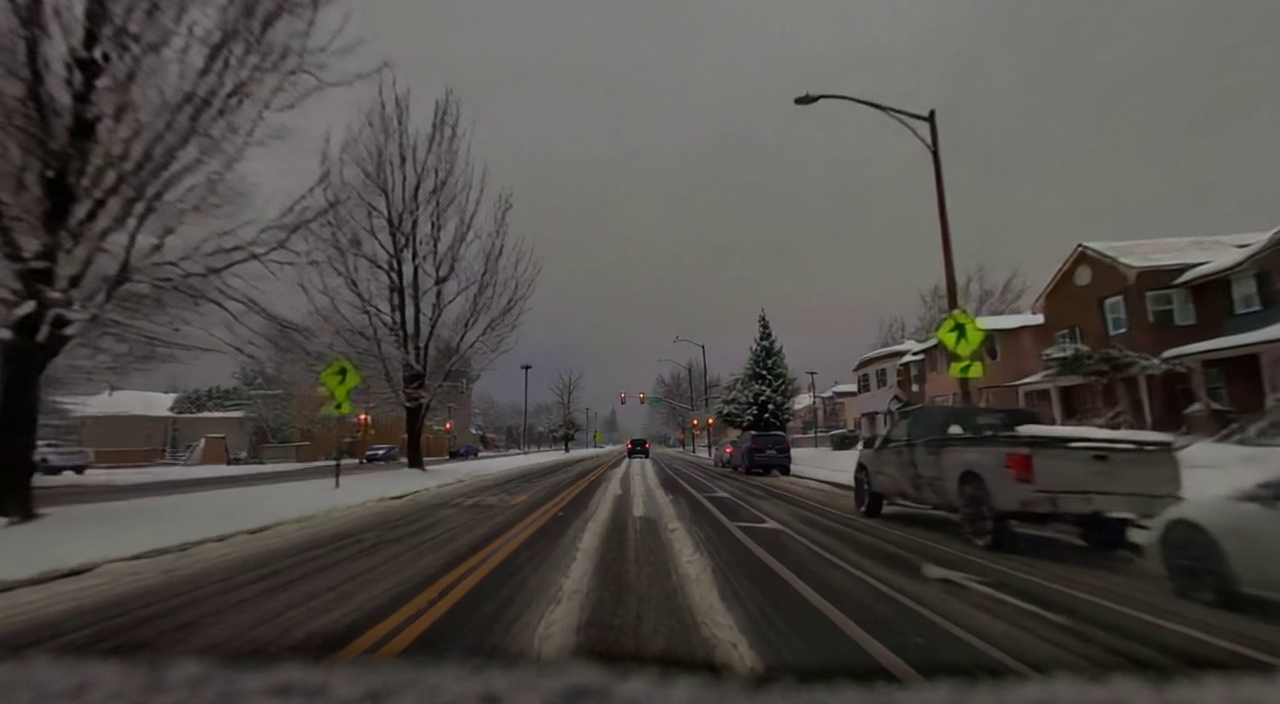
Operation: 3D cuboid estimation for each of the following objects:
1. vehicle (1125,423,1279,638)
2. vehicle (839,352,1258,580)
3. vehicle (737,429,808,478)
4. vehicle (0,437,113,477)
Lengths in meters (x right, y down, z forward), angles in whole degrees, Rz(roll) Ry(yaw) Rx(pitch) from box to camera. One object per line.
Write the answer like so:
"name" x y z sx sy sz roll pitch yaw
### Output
"vehicle" 5.766 1.208 3.858 1.940 1.584 4.553 1 -9 0
"vehicle" 5.480 1.730 10.178 2.324 2.468 6.422 1 -9 -1
"vehicle" 5.593 4.344 27.315 2.008 1.930 4.919 0 -8 1
"vehicle" -36.533 6.467 39.006 5.817 2.386 2.307 0 -9 0
